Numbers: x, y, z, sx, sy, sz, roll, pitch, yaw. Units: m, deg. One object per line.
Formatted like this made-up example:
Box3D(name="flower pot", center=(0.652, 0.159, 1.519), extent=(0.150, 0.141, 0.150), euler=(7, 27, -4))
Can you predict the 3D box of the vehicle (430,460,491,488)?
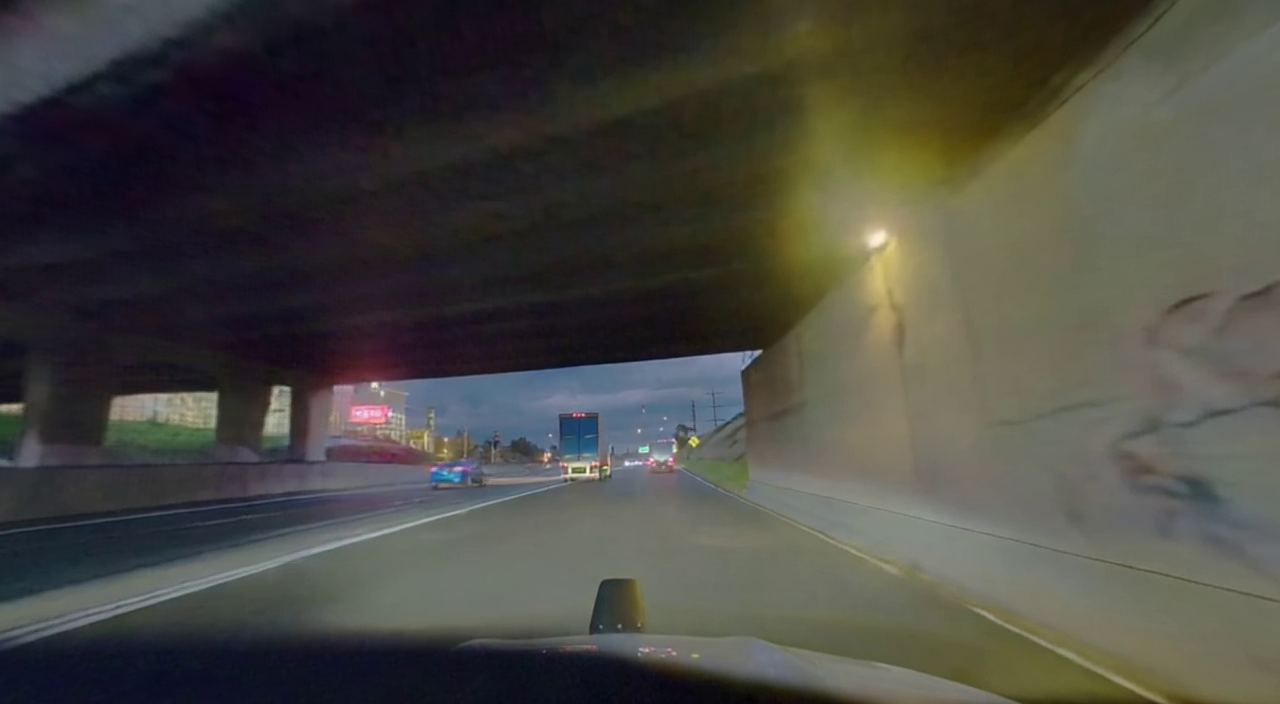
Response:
Box3D(name="vehicle", center=(-9.769, 6.646, 34.643), extent=(1.940, 1.381, 4.348), euler=(-1, -9, 2))
